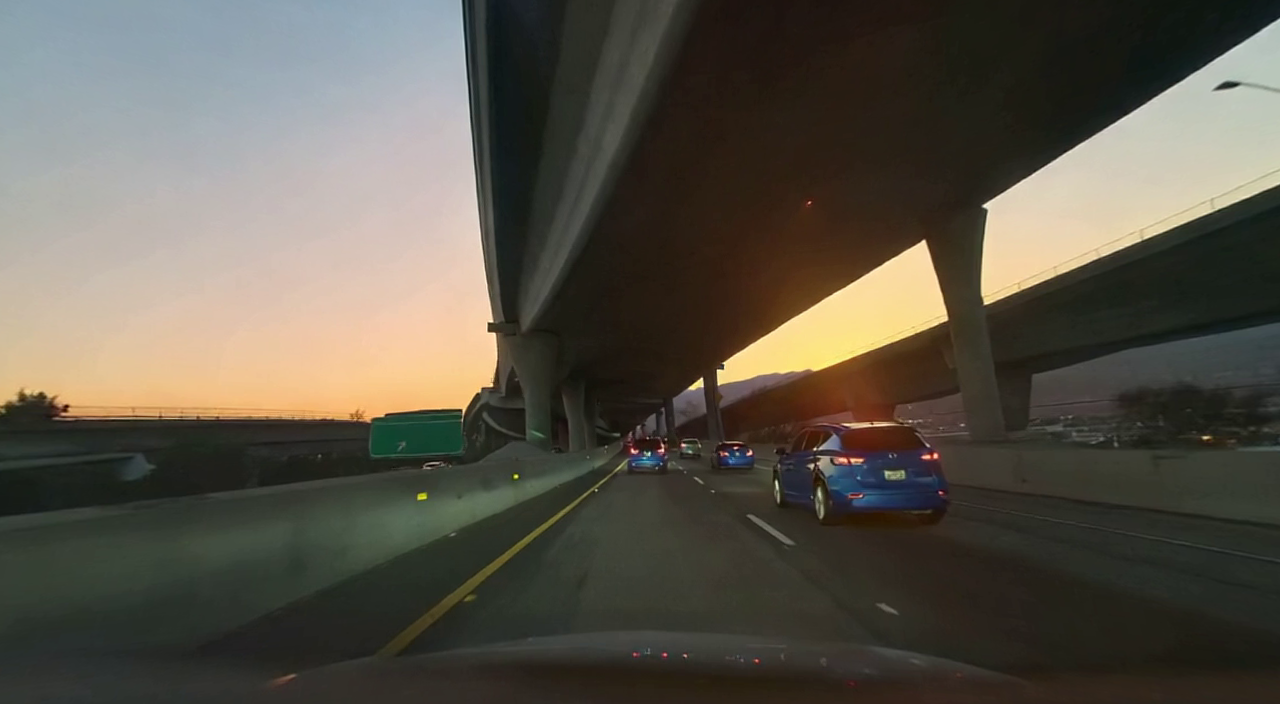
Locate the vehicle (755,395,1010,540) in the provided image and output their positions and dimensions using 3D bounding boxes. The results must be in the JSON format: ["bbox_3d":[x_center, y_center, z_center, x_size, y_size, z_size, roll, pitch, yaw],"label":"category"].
[{"bbox_3d":[3.923,2.046,11.726,2.404,2.014,5.655,0,-9,-1],"label":"vehicle"}]

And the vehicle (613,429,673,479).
[{"bbox_3d":[0.122,4.214,26.163,2.264,1.841,4.583,0,-9,0],"label":"vehicle"}]

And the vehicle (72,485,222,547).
[{"bbox_3d":[-16.788,5.555,21.764,1.930,1.662,4.089,1,-9,-3],"label":"vehicle"}]

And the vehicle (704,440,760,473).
[{"bbox_3d":[4.527,5.219,31.566,2.047,1.500,4.017,1,-9,-2],"label":"vehicle"}]
